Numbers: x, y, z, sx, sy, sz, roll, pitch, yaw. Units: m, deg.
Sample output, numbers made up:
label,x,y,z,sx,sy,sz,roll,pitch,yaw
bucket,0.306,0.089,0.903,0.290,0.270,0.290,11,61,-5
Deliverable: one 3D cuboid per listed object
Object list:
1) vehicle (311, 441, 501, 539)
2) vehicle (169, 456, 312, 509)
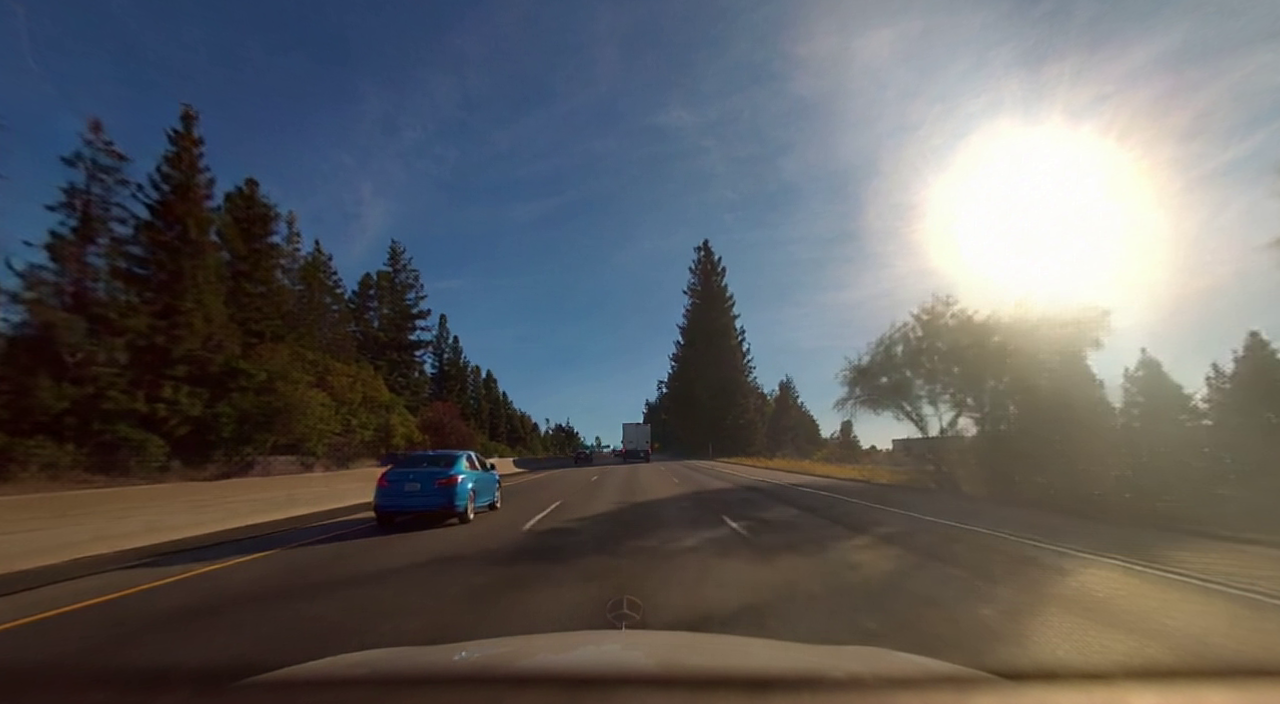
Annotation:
label,x,y,z,sx,sy,sz,roll,pitch,yaw
vehicle,-4.160,2.496,12.132,1.916,1.506,4.476,0,-9,0
vehicle,-13.192,4.297,21.187,2.093,1.561,4.069,0,-9,0
